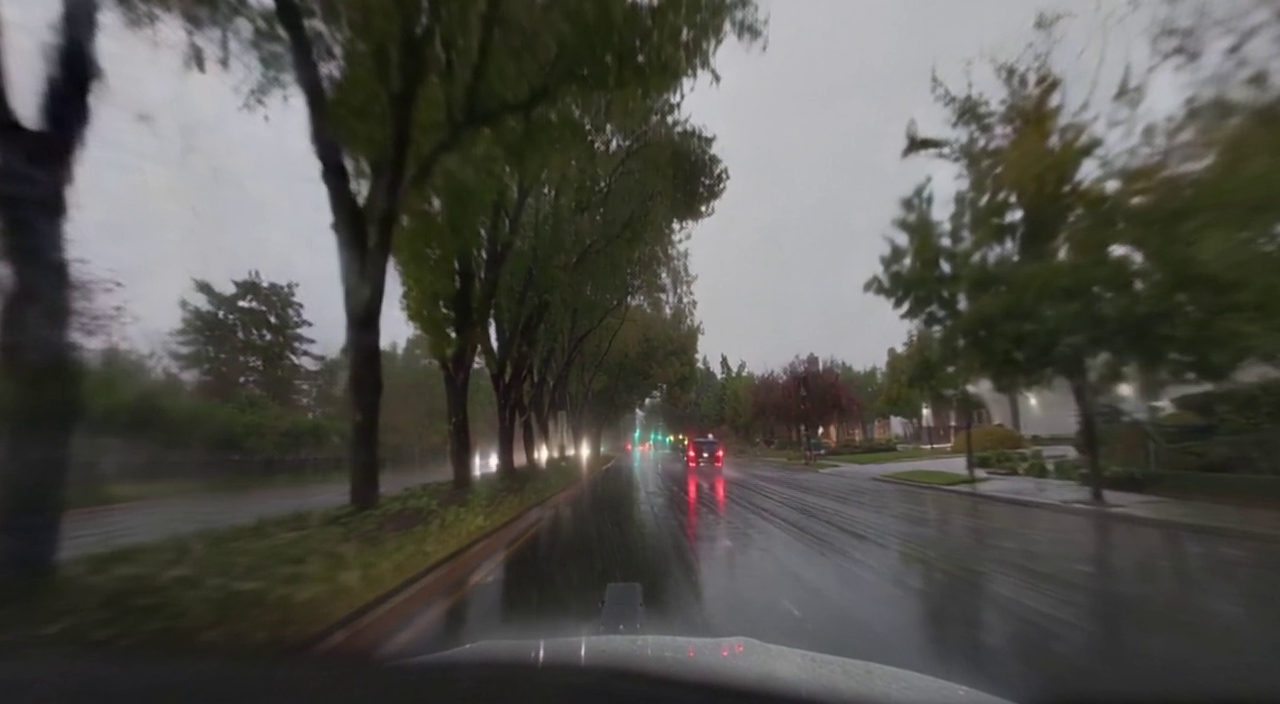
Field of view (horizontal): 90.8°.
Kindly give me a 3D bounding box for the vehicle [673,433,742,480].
[{"bbox_3d":[2.666,4.293,26.181,2.240,1.740,4.605,0,-8,-2],"label":"vehicle"}]
